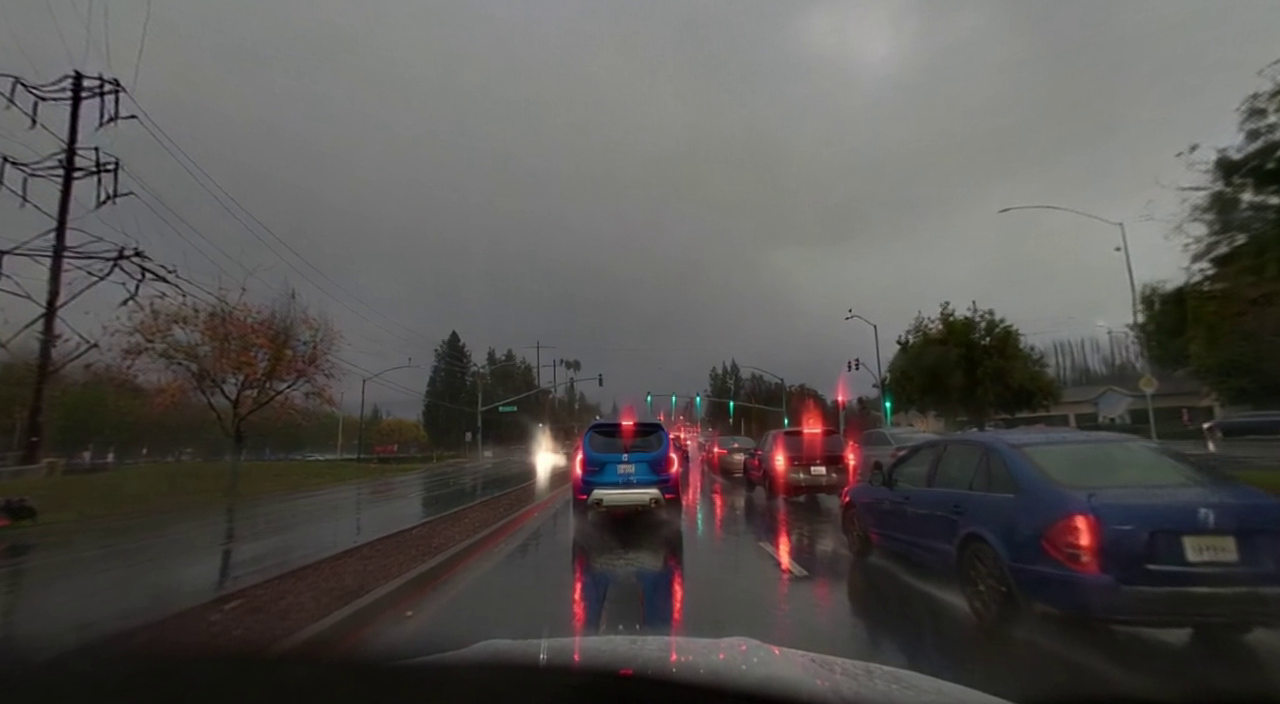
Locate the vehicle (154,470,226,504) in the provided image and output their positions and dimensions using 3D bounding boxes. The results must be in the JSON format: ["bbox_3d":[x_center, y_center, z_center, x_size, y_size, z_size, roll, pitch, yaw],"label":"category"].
[{"bbox_3d":[-25.581,7.637,35.908,3.826,1.522,1.741,-2,-8,30],"label":"vehicle"}]

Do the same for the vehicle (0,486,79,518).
[{"bbox_3d":[-33.348,8.157,34.436,3.637,1.483,2.007,-1,-8,0],"label":"vehicle"}]

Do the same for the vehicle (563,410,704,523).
[{"bbox_3d":[-0.140,2.184,12.508,2.300,1.821,4.254,0,-8,-1],"label":"vehicle"}]

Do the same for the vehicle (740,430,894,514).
[{"bbox_3d":[3.514,2.463,13.493,1.952,1.477,4.417,0,-8,-1],"label":"vehicle"}]

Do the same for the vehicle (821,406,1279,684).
[{"bbox_3d":[3.302,1.362,5.683,1.984,1.462,4.513,0,-8,0],"label":"vehicle"}]
